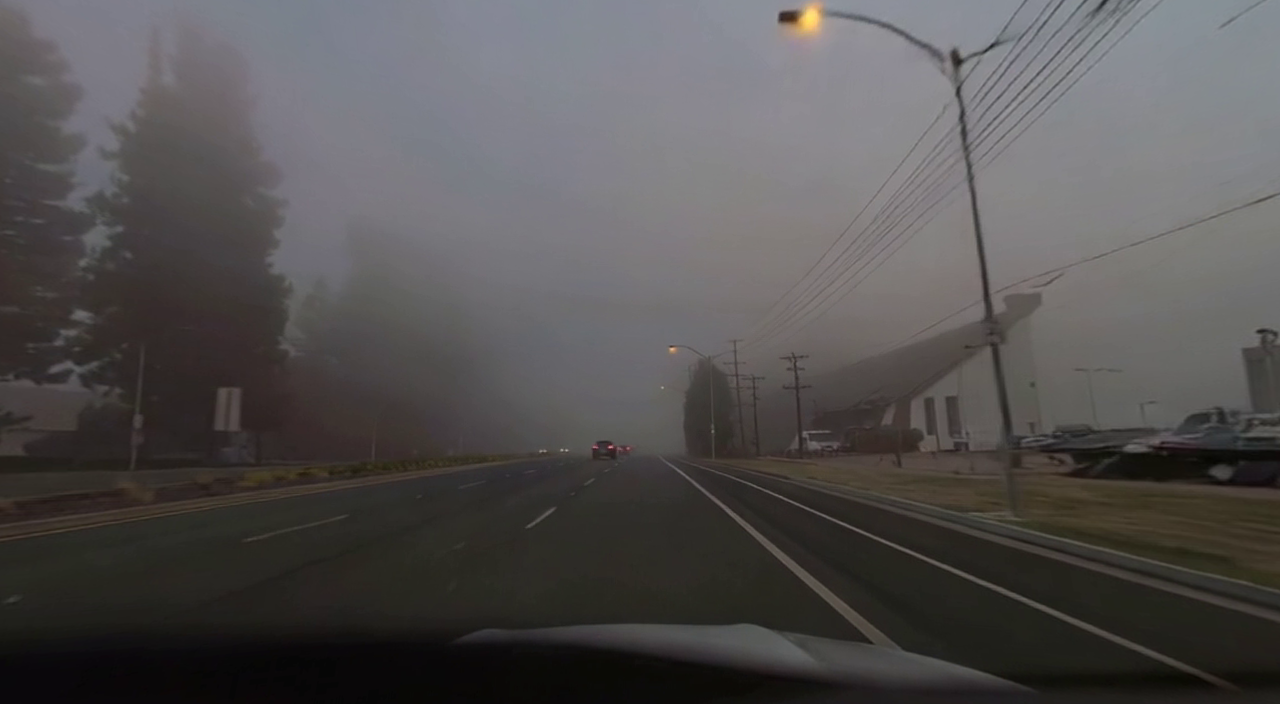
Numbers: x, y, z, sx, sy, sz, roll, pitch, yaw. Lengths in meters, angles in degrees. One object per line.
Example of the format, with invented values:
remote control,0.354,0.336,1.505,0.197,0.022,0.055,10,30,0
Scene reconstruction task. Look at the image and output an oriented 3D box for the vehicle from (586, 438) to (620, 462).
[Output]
vehicle,-2.597,7.033,45.358,2.121,1.654,3.993,0,-8,1
